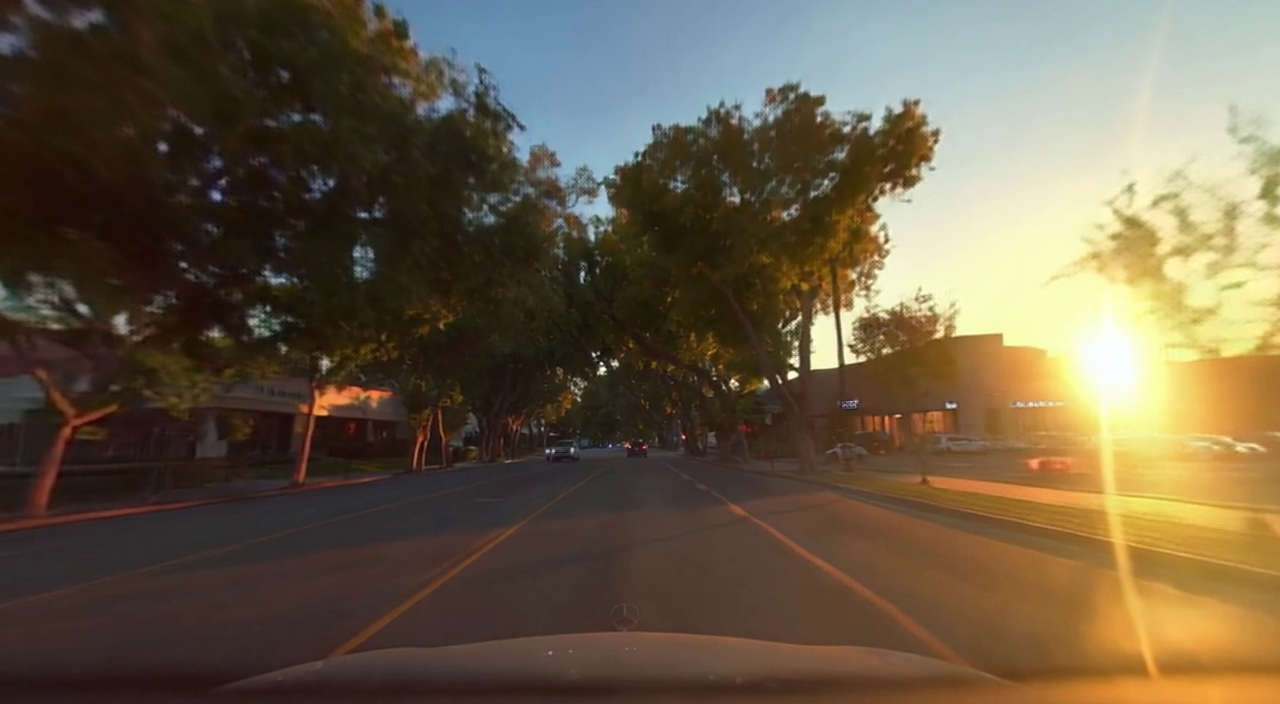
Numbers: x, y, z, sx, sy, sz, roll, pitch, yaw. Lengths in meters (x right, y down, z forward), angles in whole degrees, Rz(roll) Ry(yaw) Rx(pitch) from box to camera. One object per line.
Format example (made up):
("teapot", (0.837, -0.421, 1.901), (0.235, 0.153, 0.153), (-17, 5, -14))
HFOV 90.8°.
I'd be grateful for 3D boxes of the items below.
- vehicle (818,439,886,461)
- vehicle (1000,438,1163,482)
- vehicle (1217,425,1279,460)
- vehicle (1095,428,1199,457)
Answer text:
("vehicle", (16.112, 7.455, 48.108), (4.421, 1.412, 1.949), (-2, -8, 0))
("vehicle", (16.757, 4.104, 24.184), (4.665, 1.570, 2.080), (0, -8, 0))
("vehicle", (34.430, 4.908, 34.250), (1.843, 1.774, 4.626), (0, -8, 0))
("vehicle", (31.626, 5.701, 39.655), (2.015, 1.681, 5.292), (0, -8, -2))
